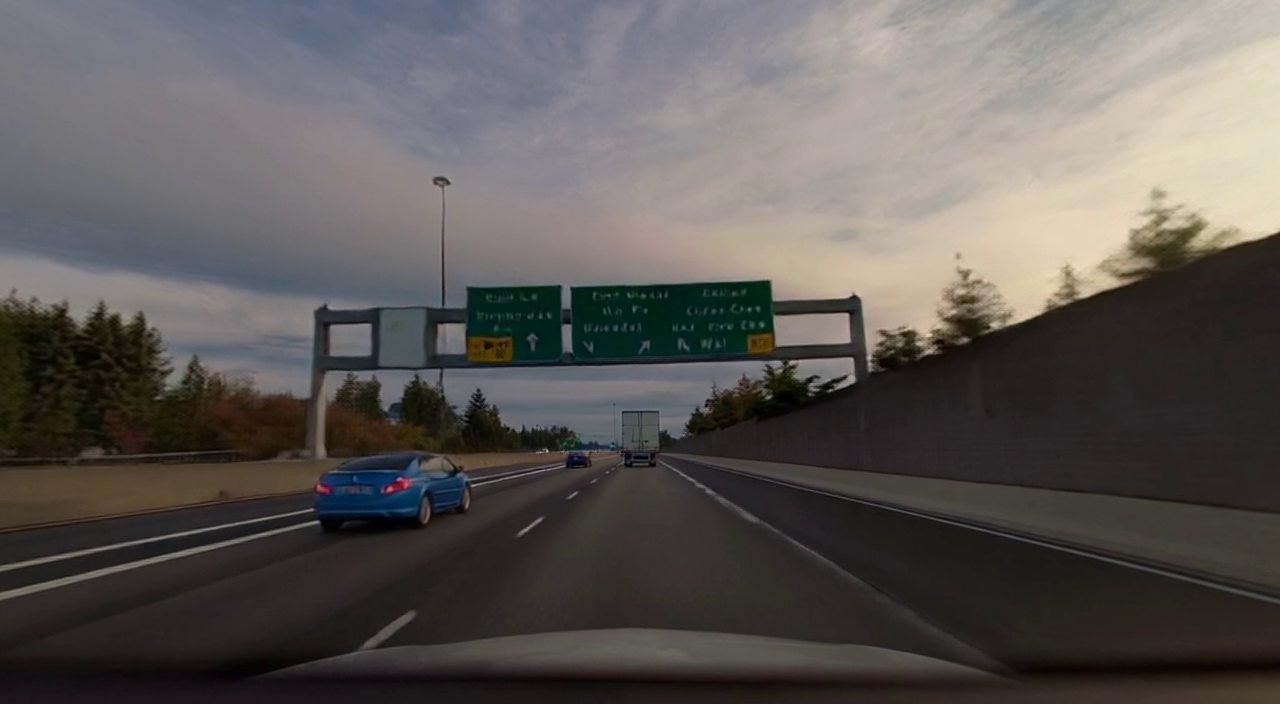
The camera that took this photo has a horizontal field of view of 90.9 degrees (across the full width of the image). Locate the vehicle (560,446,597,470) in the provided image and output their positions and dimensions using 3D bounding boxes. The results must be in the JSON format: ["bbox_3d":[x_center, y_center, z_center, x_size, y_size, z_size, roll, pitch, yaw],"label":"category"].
[{"bbox_3d":[-4.046,7.015,41.950,1.974,1.531,4.429,0,-9,0],"label":"vehicle"}]

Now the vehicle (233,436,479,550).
[{"bbox_3d":[-4.345,2.216,10.698,1.977,1.478,4.702,0,-9,0],"label":"vehicle"}]

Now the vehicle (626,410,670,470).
[{"bbox_3d":[0.563,6.721,48.034,2.980,4.051,10.359,0,-9,0],"label":"vehicle"}]
